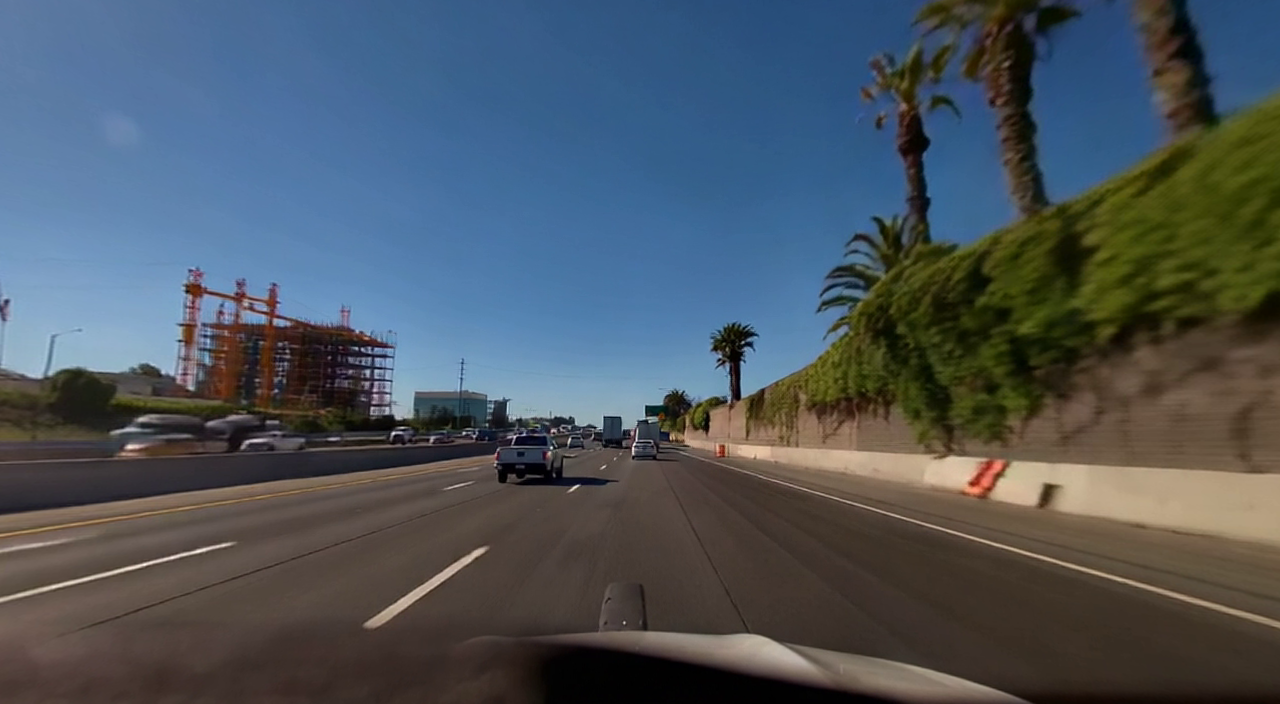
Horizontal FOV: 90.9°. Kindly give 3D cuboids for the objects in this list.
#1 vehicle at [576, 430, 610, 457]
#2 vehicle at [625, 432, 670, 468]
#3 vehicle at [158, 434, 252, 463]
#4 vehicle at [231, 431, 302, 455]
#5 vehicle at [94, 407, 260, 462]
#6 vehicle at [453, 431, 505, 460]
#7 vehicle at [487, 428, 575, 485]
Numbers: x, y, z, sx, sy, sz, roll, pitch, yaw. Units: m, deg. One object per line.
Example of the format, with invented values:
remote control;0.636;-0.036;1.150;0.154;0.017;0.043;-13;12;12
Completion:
vehicle;-3.543;7.081;48.734;2.203;1.958;4.848;0;-8;1
vehicle;0.352;4.957;31.921;2.136;1.678;4.052;0;-8;0
vehicle;-24.248;5.384;35.377;2.036;1.490;4.375;-1;-8;2
vehicle;-28.353;6.929;48.071;2.126;1.730;4.934;-1;-8;4
vehicle;-28.825;5.304;40.090;2.994;3.011;9.506;-1;-8;3
vehicle;-10.698;6.259;42.250;2.104;1.818;4.721;0;-8;2
vehicle;-3.557;3.516;21.535;2.108;1.740;4.549;0;-8;1
